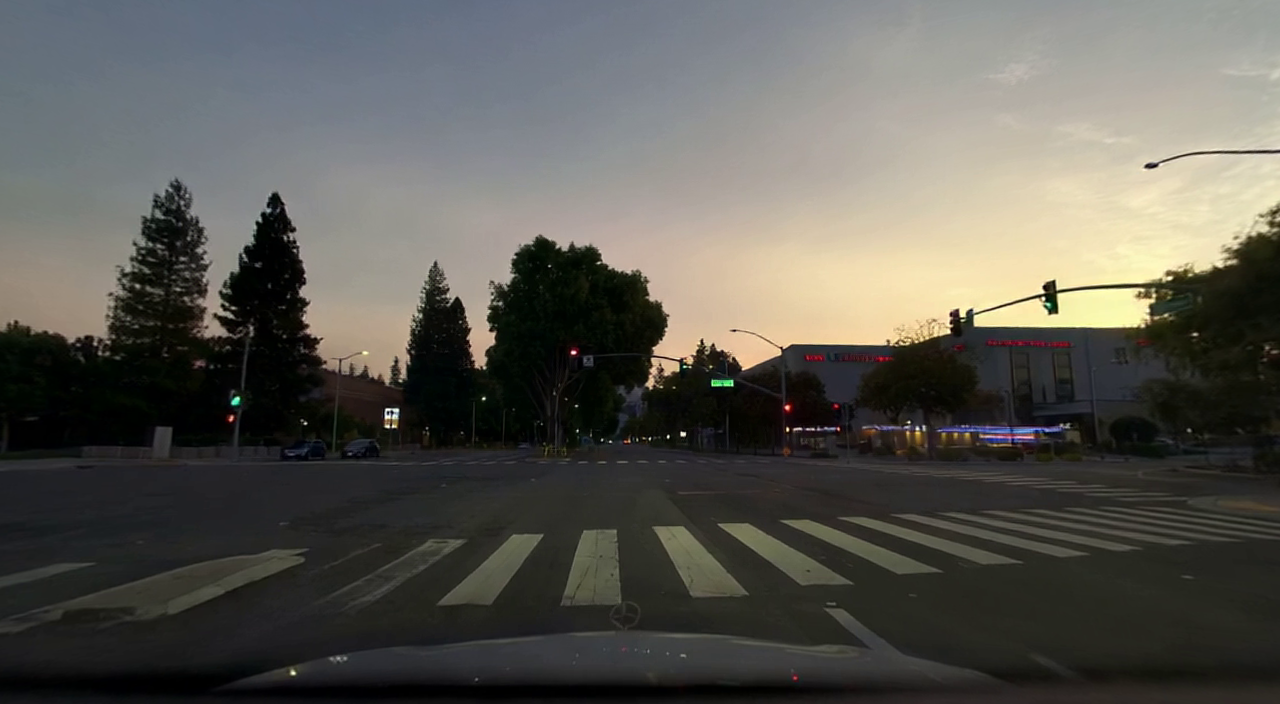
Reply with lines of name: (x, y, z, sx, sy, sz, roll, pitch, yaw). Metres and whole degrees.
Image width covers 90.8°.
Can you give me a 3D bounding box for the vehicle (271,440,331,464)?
vehicle: (-21.880, 6.456, 40.935, 2.005, 1.496, 4.020, 1, -9, -6)
